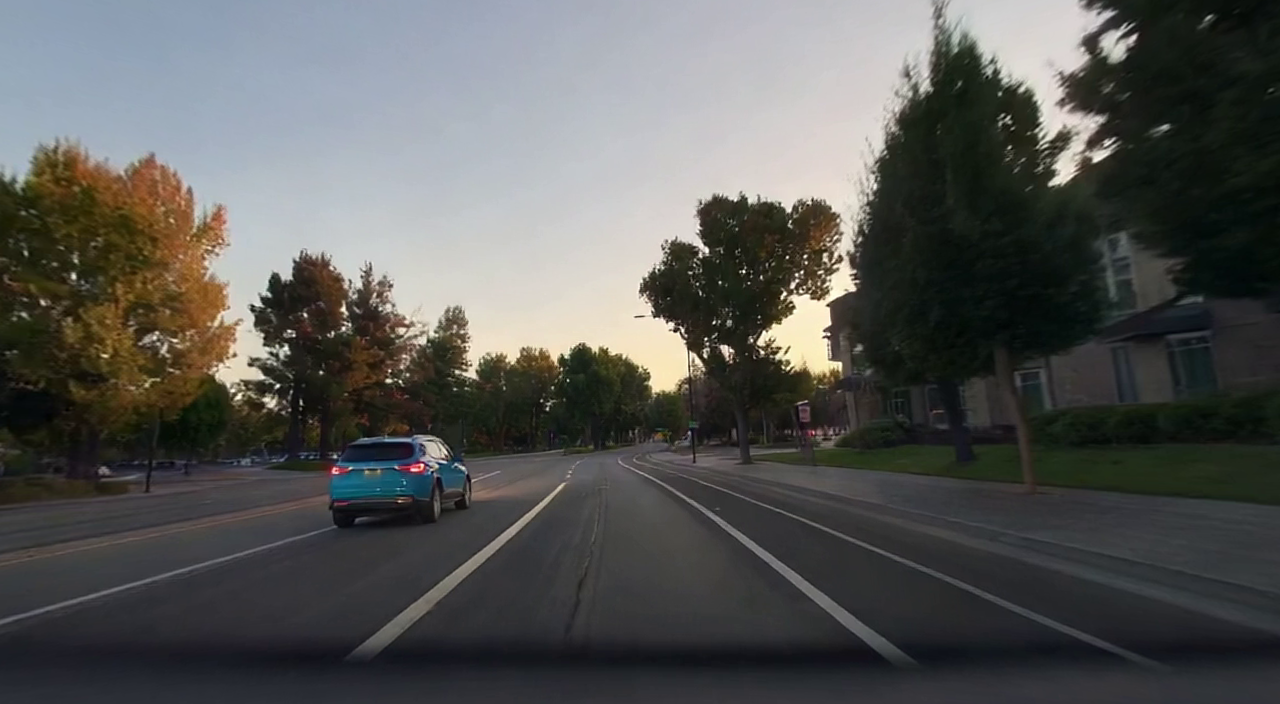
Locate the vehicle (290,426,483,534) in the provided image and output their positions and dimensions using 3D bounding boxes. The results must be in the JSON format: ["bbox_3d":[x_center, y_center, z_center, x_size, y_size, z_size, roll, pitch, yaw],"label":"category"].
[{"bbox_3d":[-4.652,2.407,12.480,2.121,1.724,4.392,0,-9,-2],"label":"vehicle"}]
